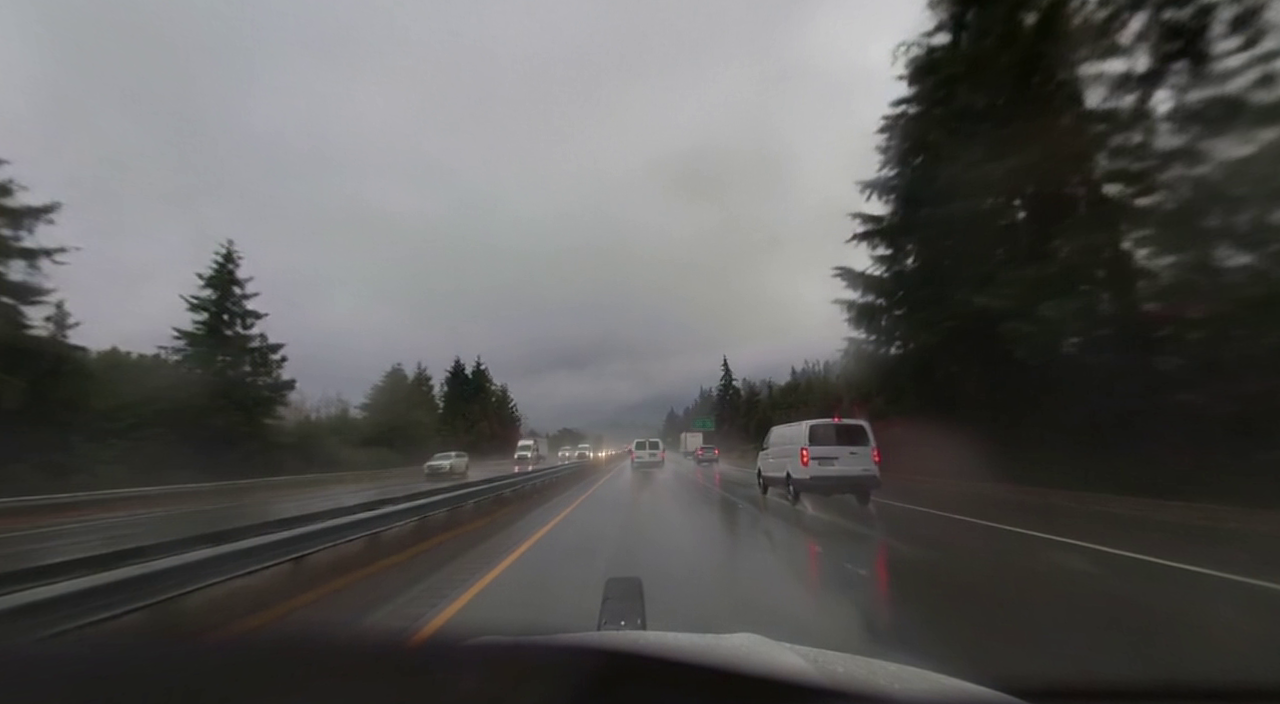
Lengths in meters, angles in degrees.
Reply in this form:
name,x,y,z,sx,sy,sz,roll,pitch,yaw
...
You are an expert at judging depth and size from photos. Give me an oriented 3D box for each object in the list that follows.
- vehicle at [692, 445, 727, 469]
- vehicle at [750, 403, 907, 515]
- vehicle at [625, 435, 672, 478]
name,x,y,z,sx,sy,sz,roll,pitch,yaw
vehicle,4.630,7.026,42.342,1.868,1.566,3.509,0,-9,-1
vehicle,4.303,2.560,15.433,2.232,2.290,4.720,0,-9,-2
vehicle,0.396,5.099,30.870,2.143,1.925,4.101,0,-9,0
